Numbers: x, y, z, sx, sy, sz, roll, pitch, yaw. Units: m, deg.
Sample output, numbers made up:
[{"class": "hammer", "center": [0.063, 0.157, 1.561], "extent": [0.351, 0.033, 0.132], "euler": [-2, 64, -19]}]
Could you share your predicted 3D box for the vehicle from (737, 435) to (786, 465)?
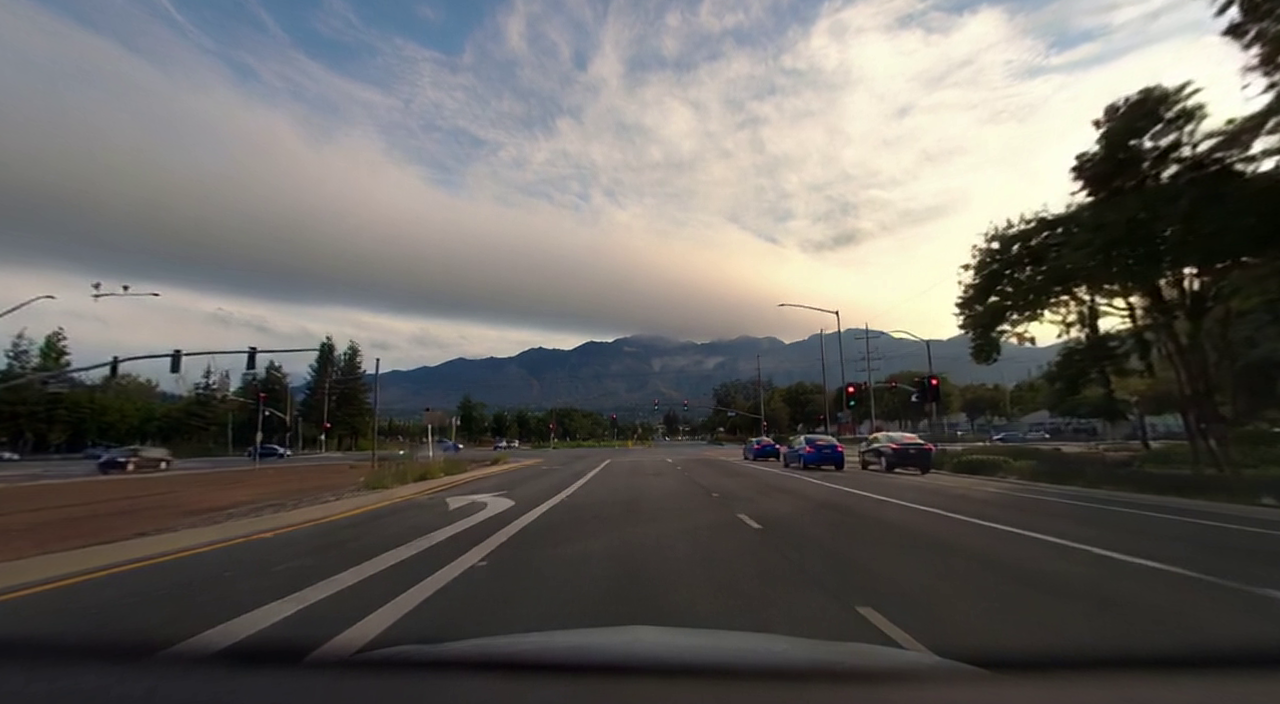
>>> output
[{"class": "vehicle", "center": [6.911, 5.621, 36.426], "extent": [1.899, 1.570, 4.666], "euler": [0, -8, 0]}]

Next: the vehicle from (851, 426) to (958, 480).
[{"class": "vehicle", "center": [9.517, 3.677, 23.226], "extent": [1.977, 1.773, 4.646], "euler": [0, -8, 1]}]

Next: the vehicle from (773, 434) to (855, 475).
[{"class": "vehicle", "center": [6.946, 4.149, 25.805], "extent": [1.990, 1.480, 4.624], "euler": [0, -8, 0]}]
